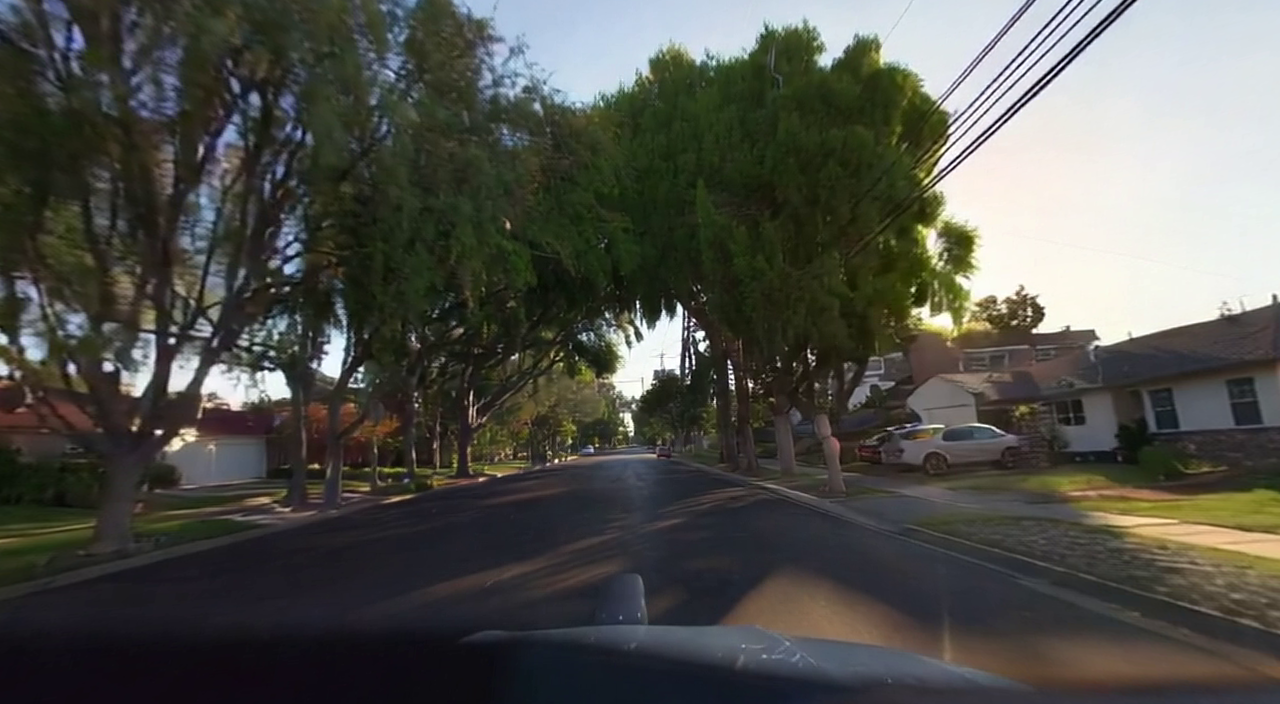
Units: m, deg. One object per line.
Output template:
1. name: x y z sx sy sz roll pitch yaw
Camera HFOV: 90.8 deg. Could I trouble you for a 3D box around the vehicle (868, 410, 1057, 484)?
1. vehicle: 9.889 2.958 19.677 4.555 1.803 2.151 -4 -8 -3
